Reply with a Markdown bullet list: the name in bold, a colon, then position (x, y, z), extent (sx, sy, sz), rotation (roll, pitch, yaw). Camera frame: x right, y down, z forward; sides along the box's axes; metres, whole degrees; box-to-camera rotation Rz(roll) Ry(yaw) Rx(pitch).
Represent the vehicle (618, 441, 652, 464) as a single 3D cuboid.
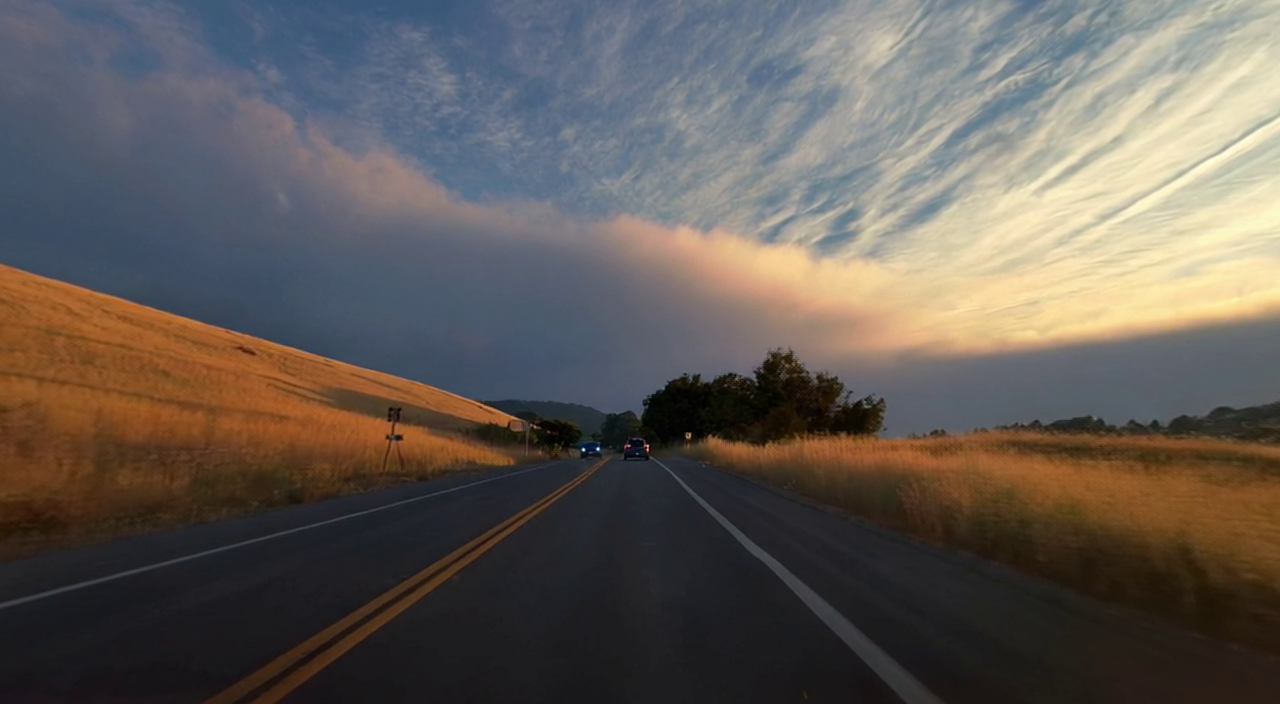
- **vehicle**: position (-0.347, 6.865, 43.307), extent (2.186, 1.486, 3.861), rotation (0, -9, 0)
